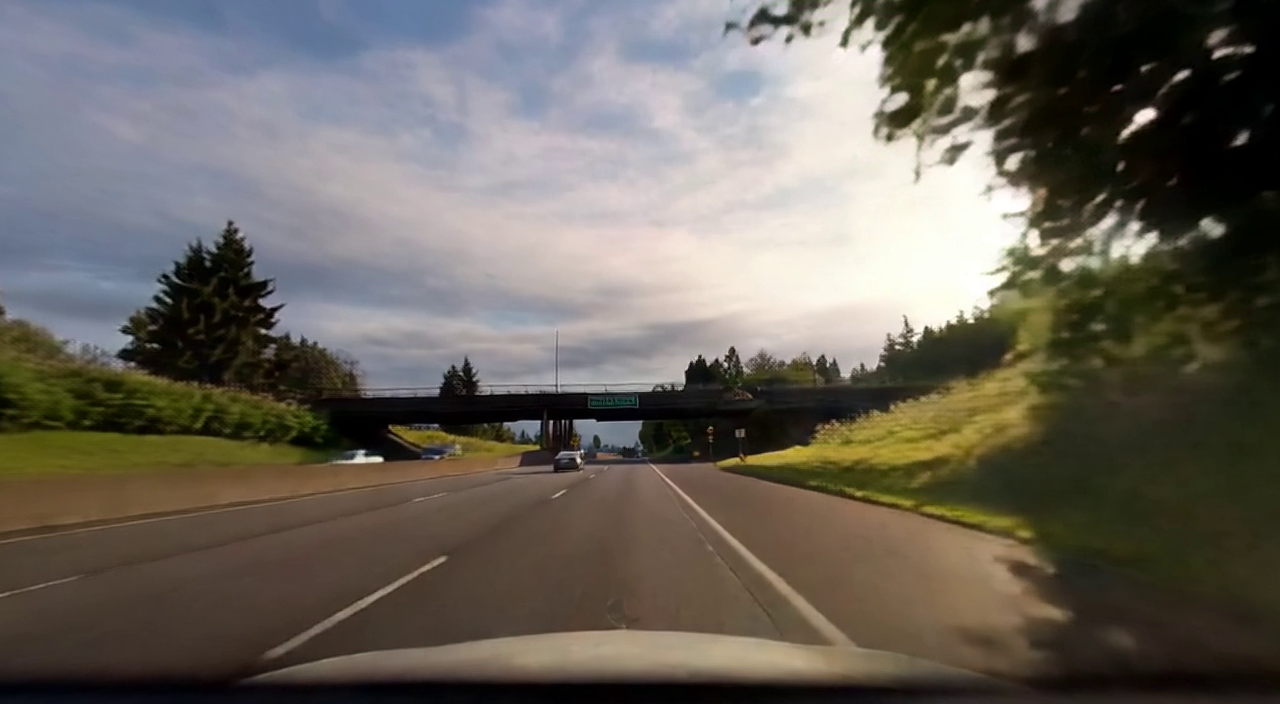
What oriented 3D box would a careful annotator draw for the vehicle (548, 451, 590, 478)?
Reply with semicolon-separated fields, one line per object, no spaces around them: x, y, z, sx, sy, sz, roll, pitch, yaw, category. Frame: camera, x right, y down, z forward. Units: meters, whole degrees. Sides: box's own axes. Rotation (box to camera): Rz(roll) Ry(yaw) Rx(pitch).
-4.109;6.577;37.114;1.992;1.504;4.117;0;-9;0;vehicle
